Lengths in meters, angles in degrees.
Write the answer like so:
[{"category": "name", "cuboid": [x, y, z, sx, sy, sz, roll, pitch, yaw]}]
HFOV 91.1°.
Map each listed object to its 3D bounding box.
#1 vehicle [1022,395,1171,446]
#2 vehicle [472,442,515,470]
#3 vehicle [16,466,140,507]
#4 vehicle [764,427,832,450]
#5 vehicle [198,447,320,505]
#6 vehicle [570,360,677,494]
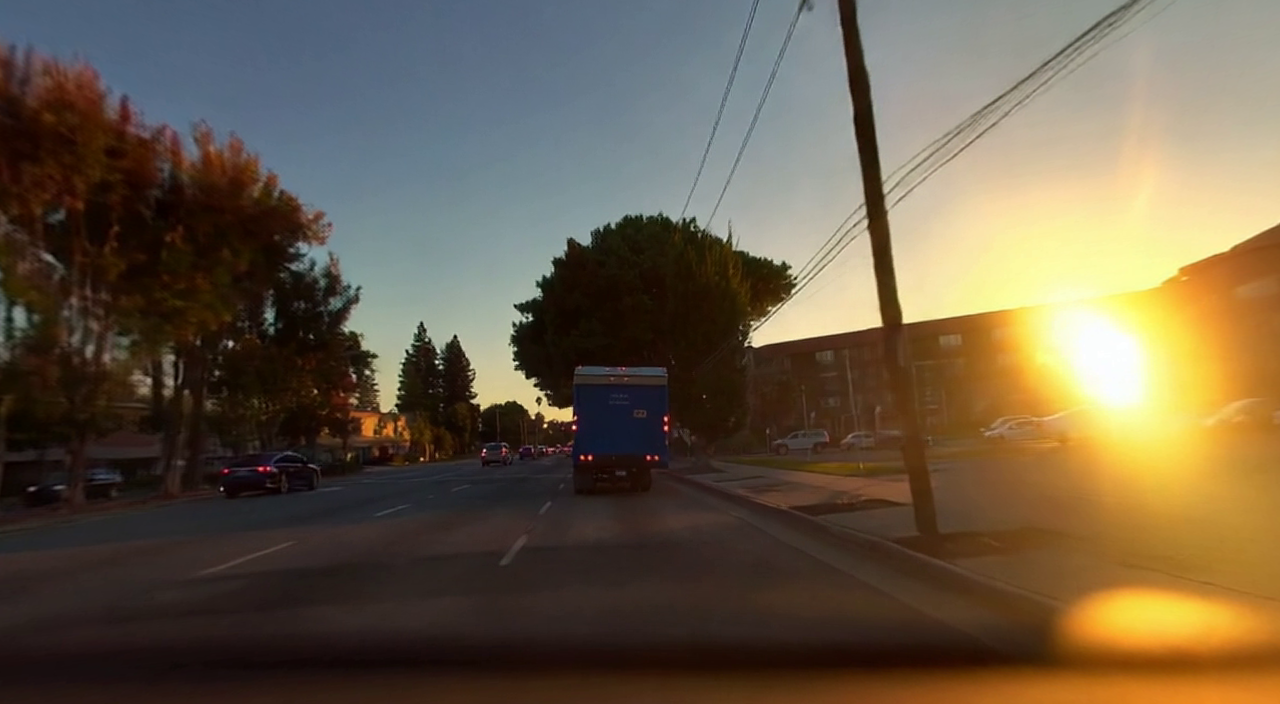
[{"category": "vehicle", "cuboid": [17.849, 2.804, 24.913, 1.880, 1.804, 4.679, 1, -8, -9]}, {"category": "vehicle", "cuboid": [-9.823, 7.008, 42.417, 2.095, 1.759, 4.433, 0, -9, -3]}, {"category": "vehicle", "cuboid": [-27.820, 6.634, 31.340, 2.033, 1.742, 4.692, 1, -9, -5]}, {"category": "vehicle", "cuboid": [11.246, 6.194, 44.884, 4.321, 1.579, 1.823, 1, -9, -4]}, {"category": "vehicle", "cuboid": [-12.359, 3.979, 20.760, 1.958, 1.672, 4.283, 1, -9, -10]}, {"category": "vehicle", "cuboid": [-0.849, 2.687, 21.600, 2.905, 3.644, 8.807, 1, -9, -5]}]
